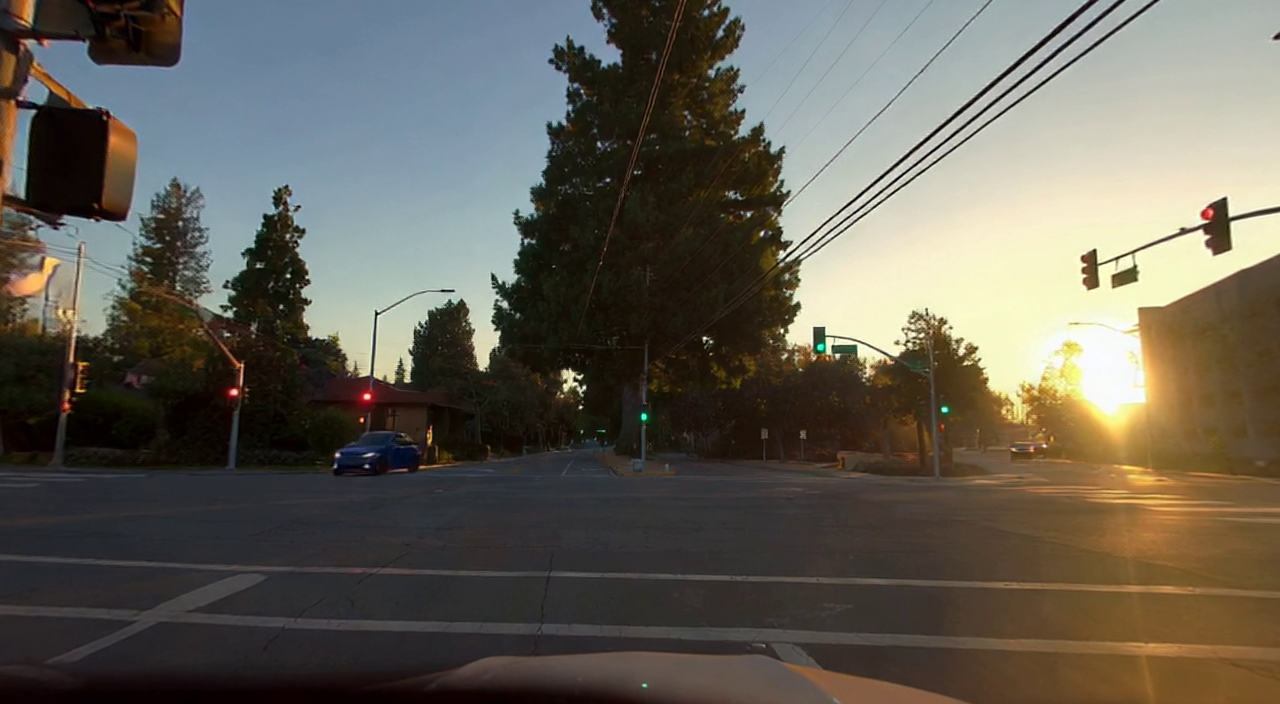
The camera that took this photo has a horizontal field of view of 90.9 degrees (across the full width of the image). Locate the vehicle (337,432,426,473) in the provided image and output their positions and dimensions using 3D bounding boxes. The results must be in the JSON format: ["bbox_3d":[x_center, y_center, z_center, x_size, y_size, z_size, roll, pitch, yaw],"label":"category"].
[{"bbox_3d":[-12.604,4.948,31.144,2.238,1.827,5.007,0,-8,0],"label":"vehicle"}]
